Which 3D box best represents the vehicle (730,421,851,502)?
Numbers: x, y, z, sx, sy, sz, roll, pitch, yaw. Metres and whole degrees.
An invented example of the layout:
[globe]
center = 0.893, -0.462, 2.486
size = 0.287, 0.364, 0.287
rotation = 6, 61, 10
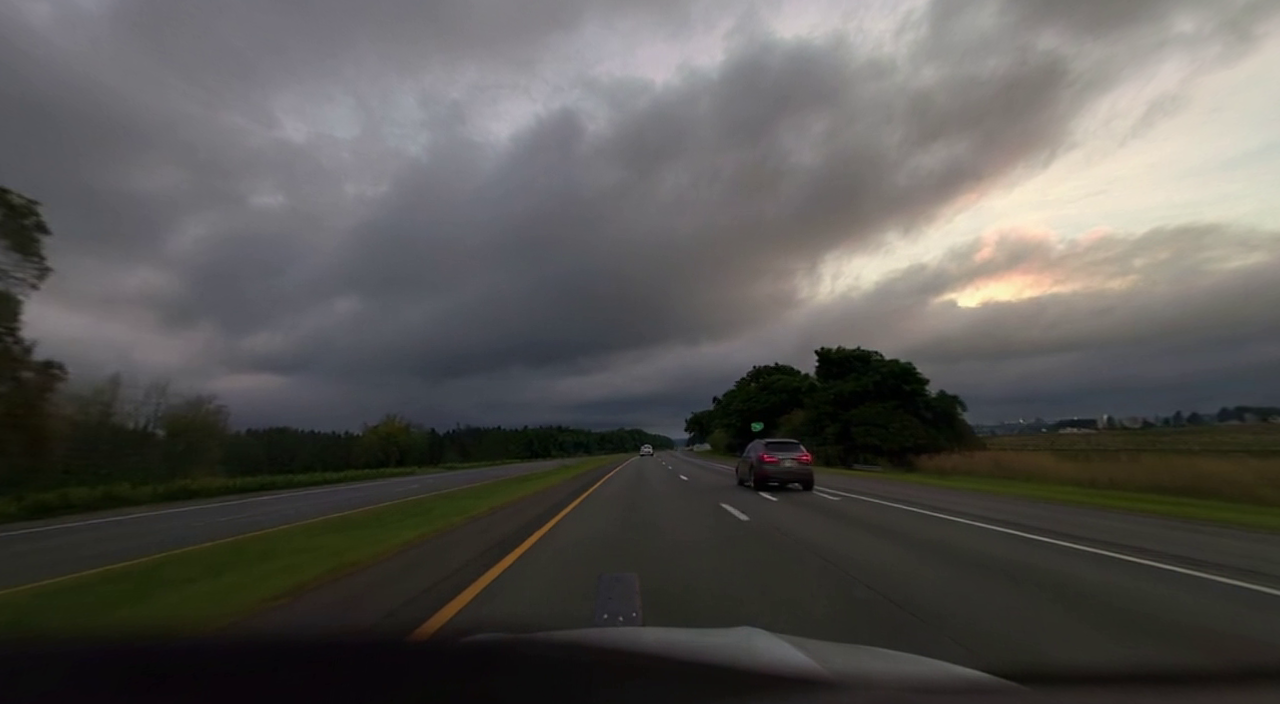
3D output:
[vehicle]
center = 4.119, 3.121, 18.304
size = 2.189, 2.007, 4.872
rotation = 0, -9, -1
